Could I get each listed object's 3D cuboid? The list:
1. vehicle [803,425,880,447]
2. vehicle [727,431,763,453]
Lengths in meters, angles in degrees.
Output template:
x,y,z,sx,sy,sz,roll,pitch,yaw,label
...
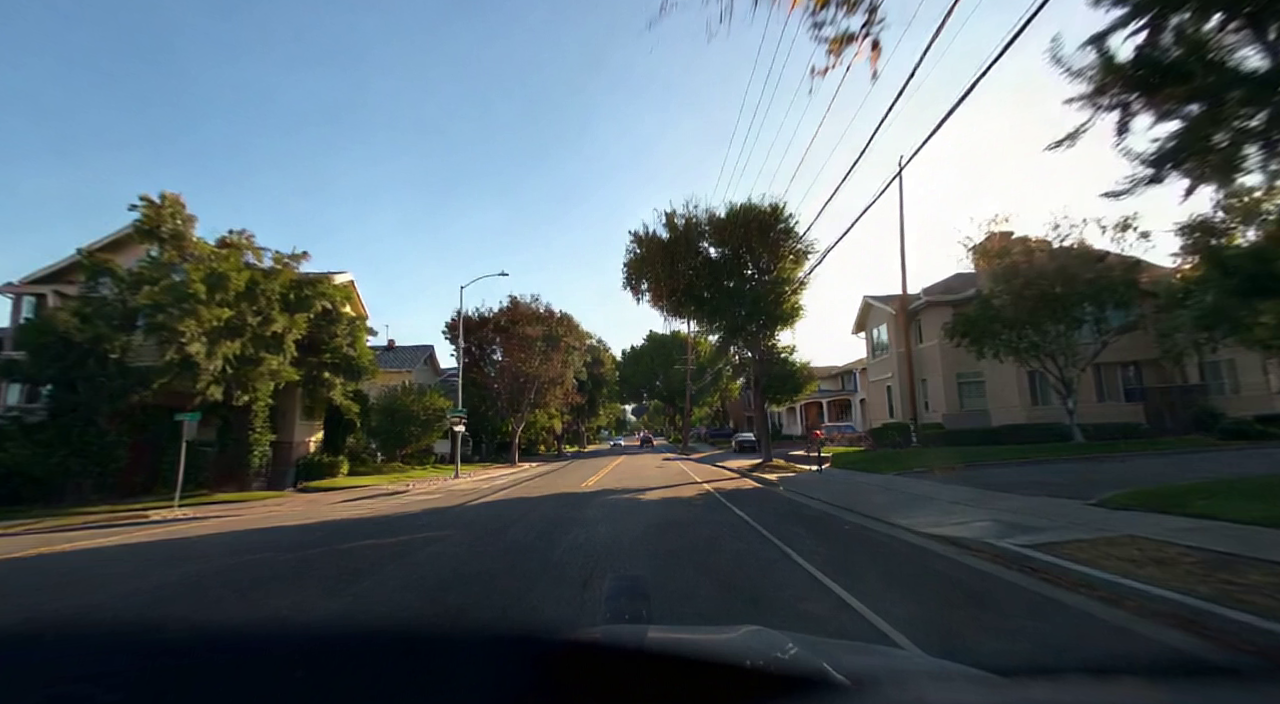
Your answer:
x,y,z,sx,sy,sz,roll,pitch,yaw,label
14.363,6.044,45.168,4.848,1.509,1.976,-2,-9,6,vehicle
7.496,6.524,45.538,2.071,1.510,4.418,-1,-8,3,vehicle
